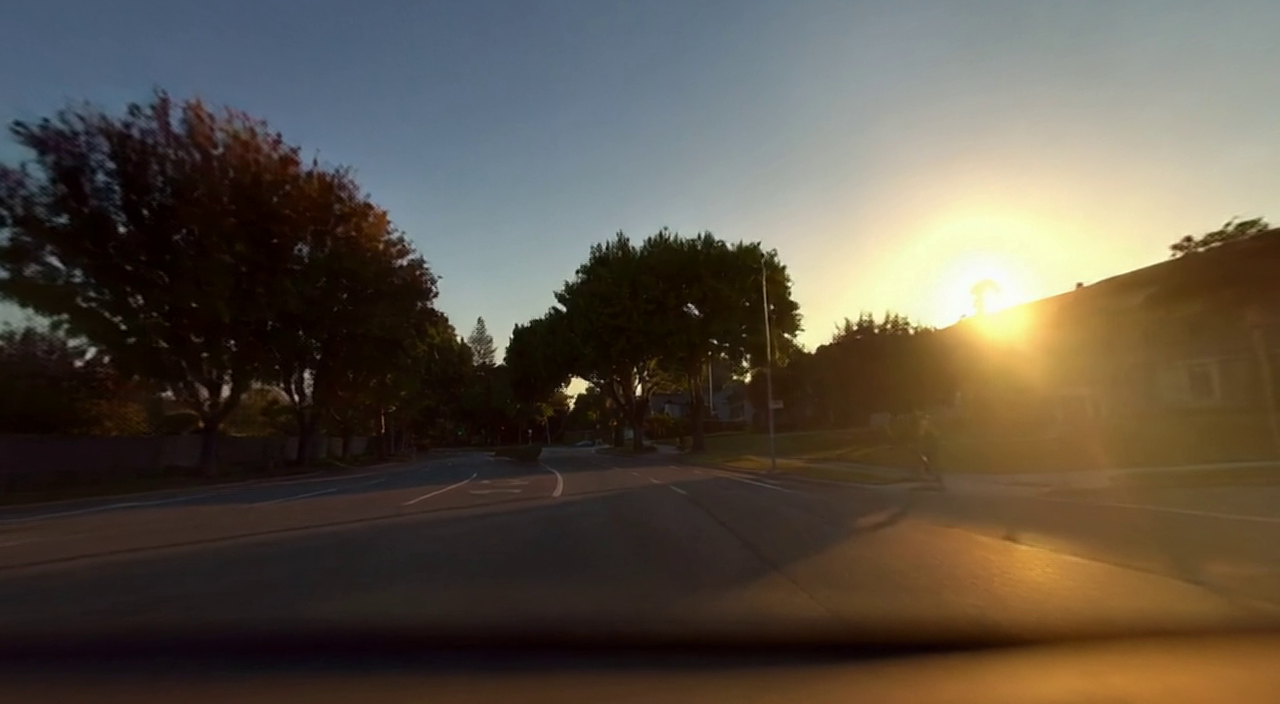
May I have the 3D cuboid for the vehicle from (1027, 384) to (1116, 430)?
[{"bbox_3d":[19.128,2.513,27.847,4.740,1.779,2.023,8,-11,-41],"label":"vehicle"}]
